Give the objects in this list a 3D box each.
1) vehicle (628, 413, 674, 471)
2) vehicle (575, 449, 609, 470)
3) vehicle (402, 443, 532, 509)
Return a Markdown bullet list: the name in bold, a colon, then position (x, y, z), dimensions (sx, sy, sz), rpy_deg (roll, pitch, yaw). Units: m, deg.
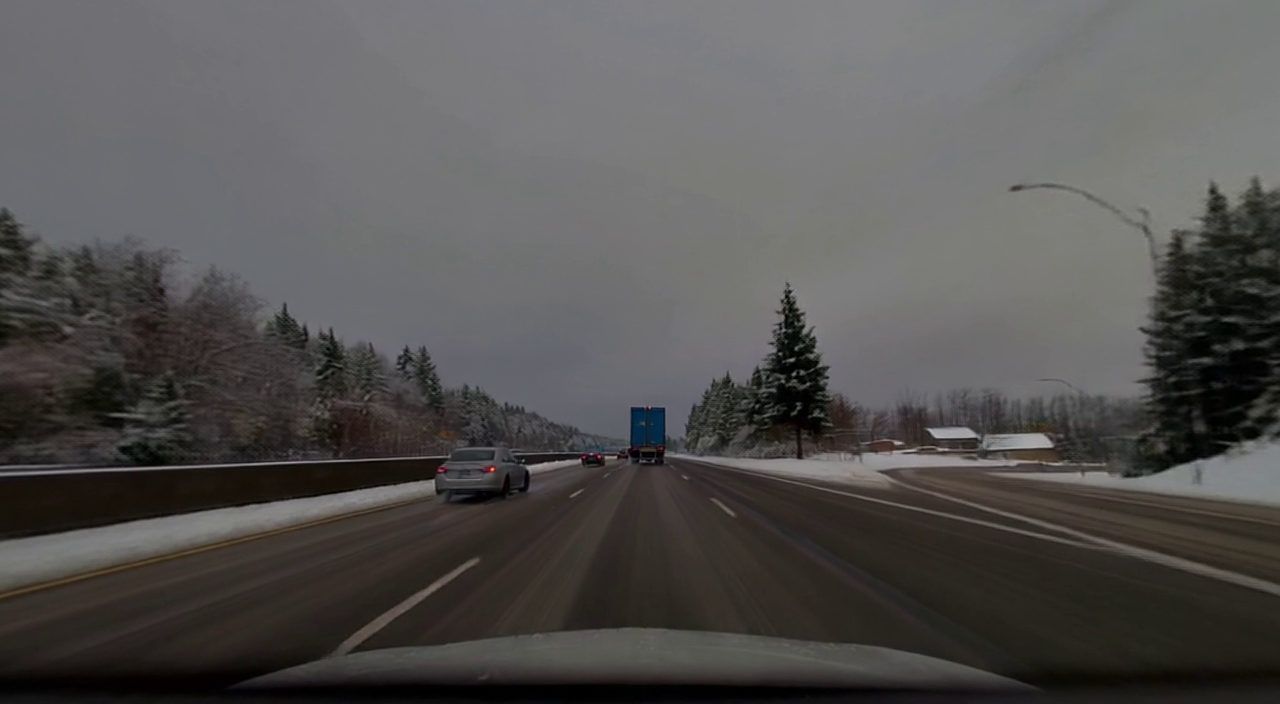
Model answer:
- **vehicle**: position (0.720, 6.349, 44.080), dimensions (2.893, 3.628, 9.081), rpy_deg (0, -9, 1)
- **vehicle**: position (-3.374, 7.632, 45.020), dimensions (1.981, 1.435, 4.199), rpy_deg (0, -9, 2)
- **vehicle**: position (-4.237, 3.107, 16.281), dimensions (2.010, 1.461, 4.391), rpy_deg (0, -9, 1)
